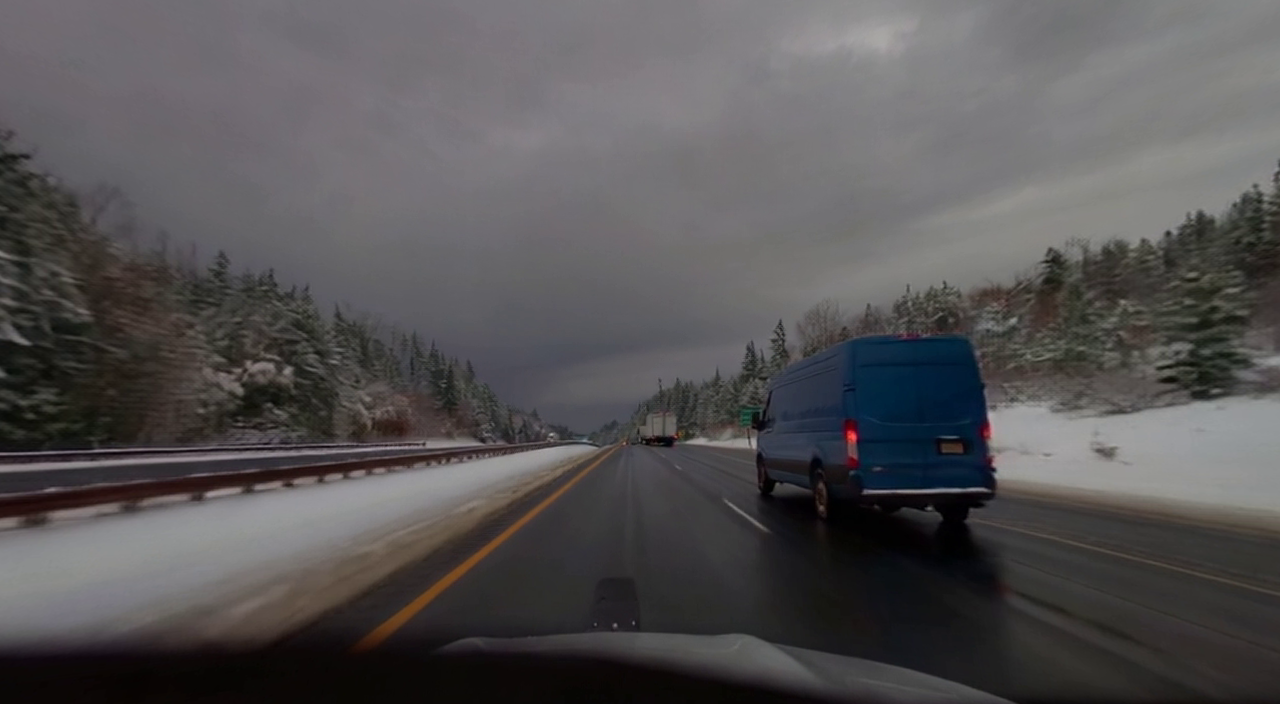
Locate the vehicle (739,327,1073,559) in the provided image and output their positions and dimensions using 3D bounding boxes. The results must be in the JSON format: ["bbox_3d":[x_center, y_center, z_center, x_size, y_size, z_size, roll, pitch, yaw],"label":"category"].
[{"bbox_3d":[3.448,1.399,10.144,2.570,2.596,6.082,0,-8,-1],"label":"vehicle"}]
